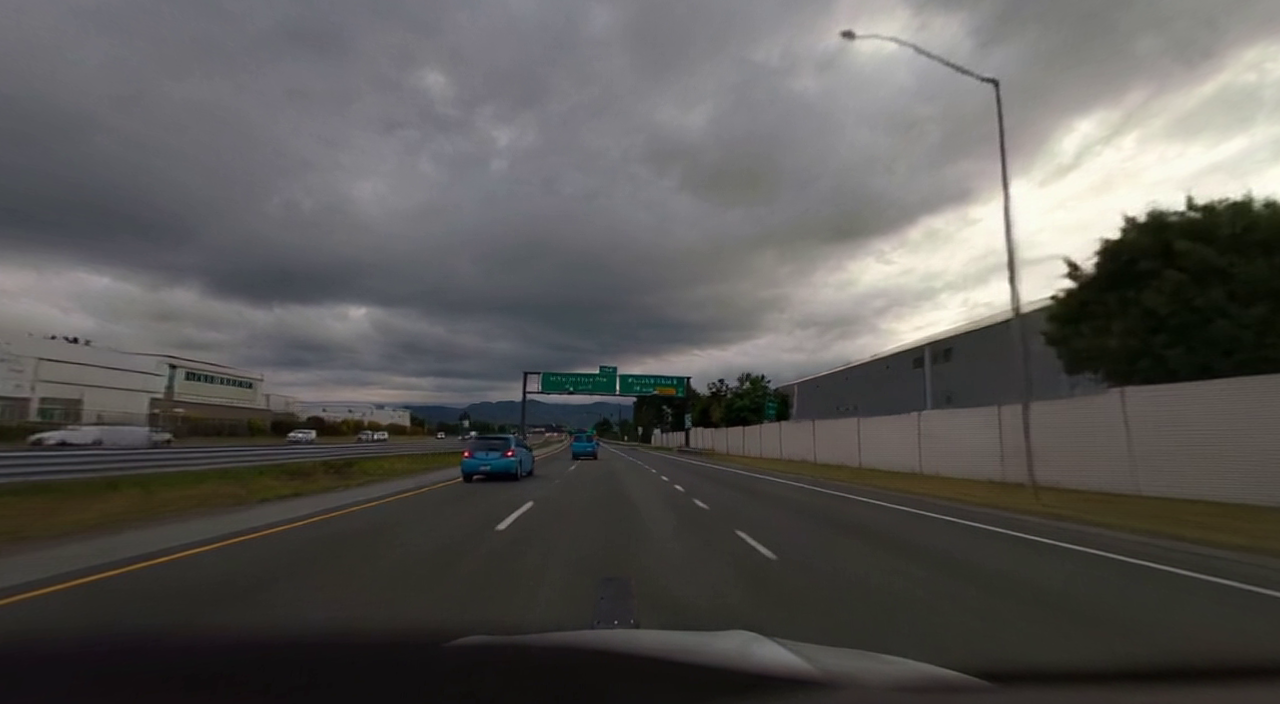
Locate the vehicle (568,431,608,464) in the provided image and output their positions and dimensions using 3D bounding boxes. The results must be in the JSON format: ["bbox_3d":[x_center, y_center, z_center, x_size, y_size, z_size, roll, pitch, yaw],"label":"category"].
[{"bbox_3d":[-3.153,5.928,39.159,2.260,1.901,4.665,0,-8,-2],"label":"vehicle"}]

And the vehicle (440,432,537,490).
[{"bbox_3d":[-4.473,3.262,19.249,2.045,1.547,4.162,0,-8,-2],"label":"vehicle"}]
